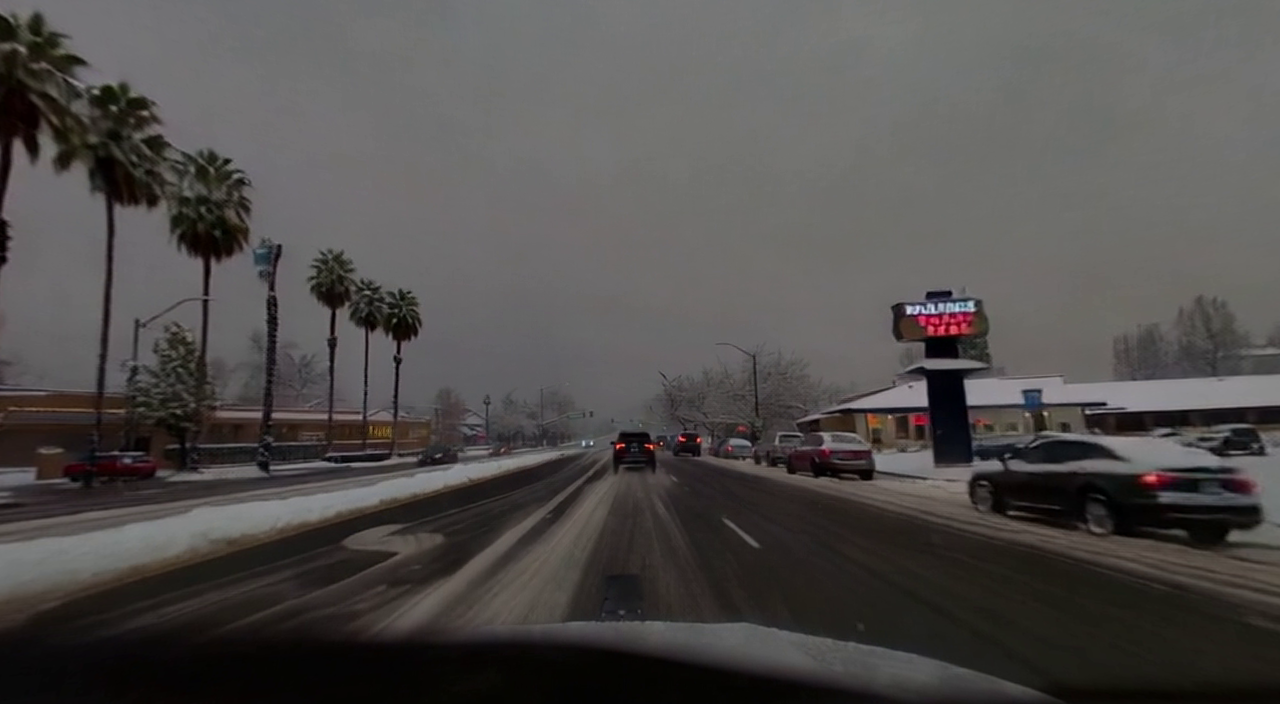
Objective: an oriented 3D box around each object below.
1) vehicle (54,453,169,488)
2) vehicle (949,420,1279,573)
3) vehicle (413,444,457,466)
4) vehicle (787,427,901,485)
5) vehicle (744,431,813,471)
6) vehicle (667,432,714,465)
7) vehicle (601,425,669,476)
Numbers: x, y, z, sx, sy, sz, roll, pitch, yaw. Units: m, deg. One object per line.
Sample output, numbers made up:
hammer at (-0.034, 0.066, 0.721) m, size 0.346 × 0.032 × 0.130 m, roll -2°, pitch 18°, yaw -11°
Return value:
vehicle at (-27.929, 6.257, 33.502) m, size 4.139 × 1.702 × 2.040 m, roll 0°, pitch -9°, yaw -3°
vehicle at (6.592, 1.786, 8.724) m, size 2.038 × 1.476 × 5.032 m, roll 0°, pitch -9°, yaw -1°
vehicle at (-15.238, 7.693, 47.235) m, size 1.875 × 1.513 × 4.260 m, roll 0°, pitch -9°, yaw -1°
vehicle at (6.495, 3.391, 20.797) m, size 2.100 × 1.675 × 4.536 m, roll 0°, pitch -9°, yaw -2°
vehicle at (6.366, 4.619, 29.625) m, size 2.001 × 1.692 × 4.800 m, roll 0°, pitch -9°, yaw -2°
vehicle at (2.827, 5.542, 36.344) m, size 2.187 × 1.777 × 4.444 m, roll 0°, pitch -9°, yaw -2°
vehicle at (-0.232, 3.942, 25.299) m, size 2.428 × 1.816 × 4.959 m, roll 0°, pitch -9°, yaw -1°
